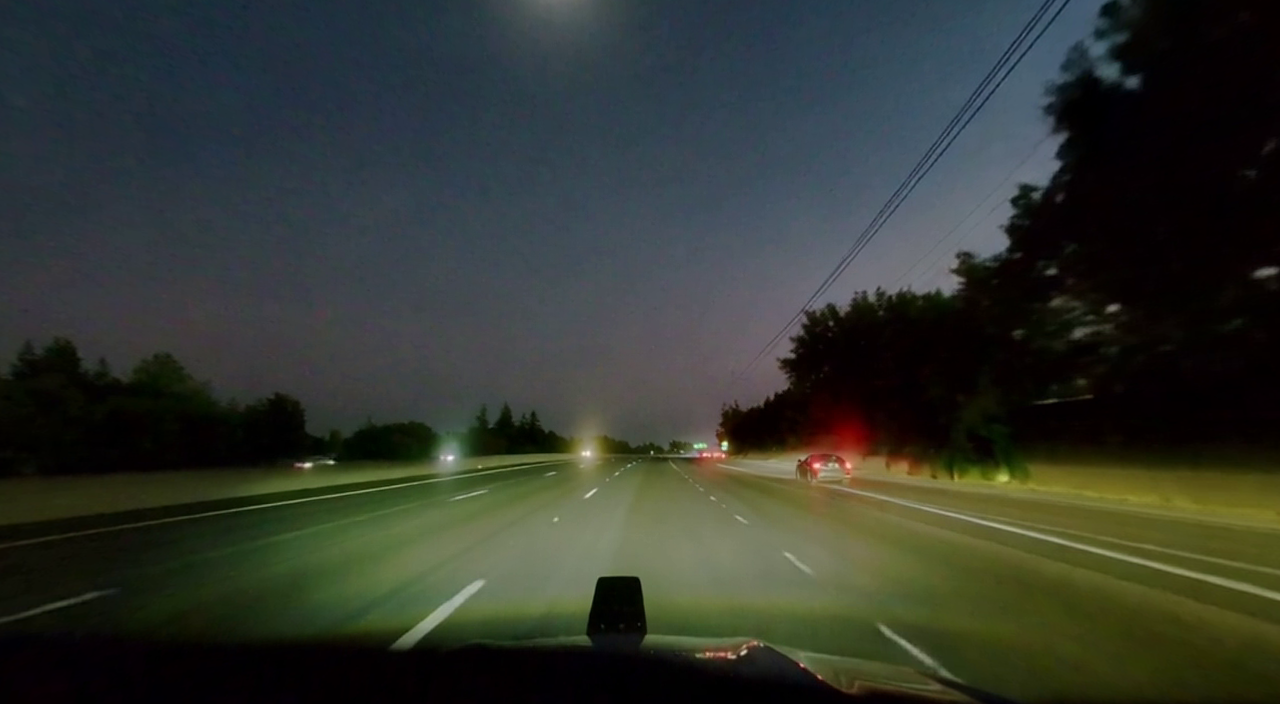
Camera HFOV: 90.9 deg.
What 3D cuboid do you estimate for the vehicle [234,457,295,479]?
[{"bbox_3d":[-27.904,8.611,47.039,1.838,1.474,4.224,0,-8,2],"label":"vehicle"}]
